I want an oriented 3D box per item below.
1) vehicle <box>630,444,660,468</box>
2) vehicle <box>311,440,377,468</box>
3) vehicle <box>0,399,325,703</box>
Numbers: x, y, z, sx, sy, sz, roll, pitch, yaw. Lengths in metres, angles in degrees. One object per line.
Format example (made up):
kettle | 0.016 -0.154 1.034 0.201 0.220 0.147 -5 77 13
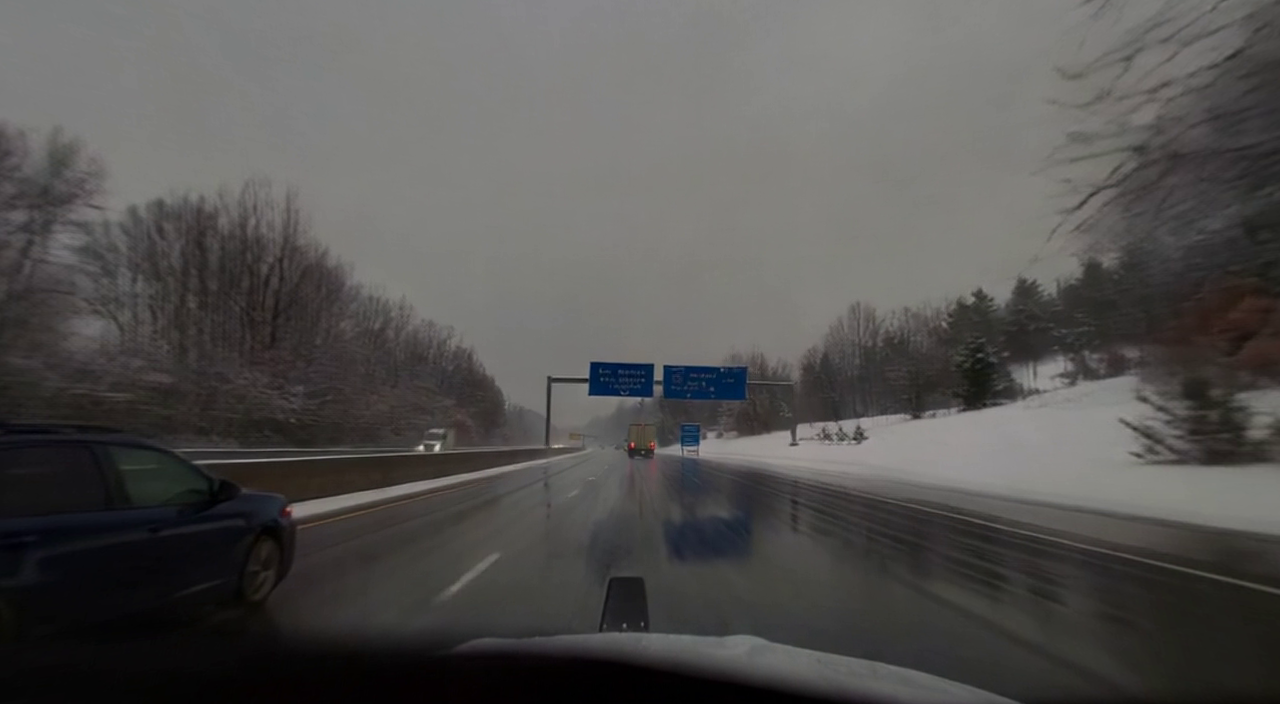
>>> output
vehicle | 0.318 6.801 41.335 1.859 1.478 3.799 0 -8 0
vehicle | -17.323 5.977 36.932 1.825 1.494 4.267 0 -8 0
vehicle | -3.481 0.962 2.569 2.012 1.500 4.452 0 -8 1
